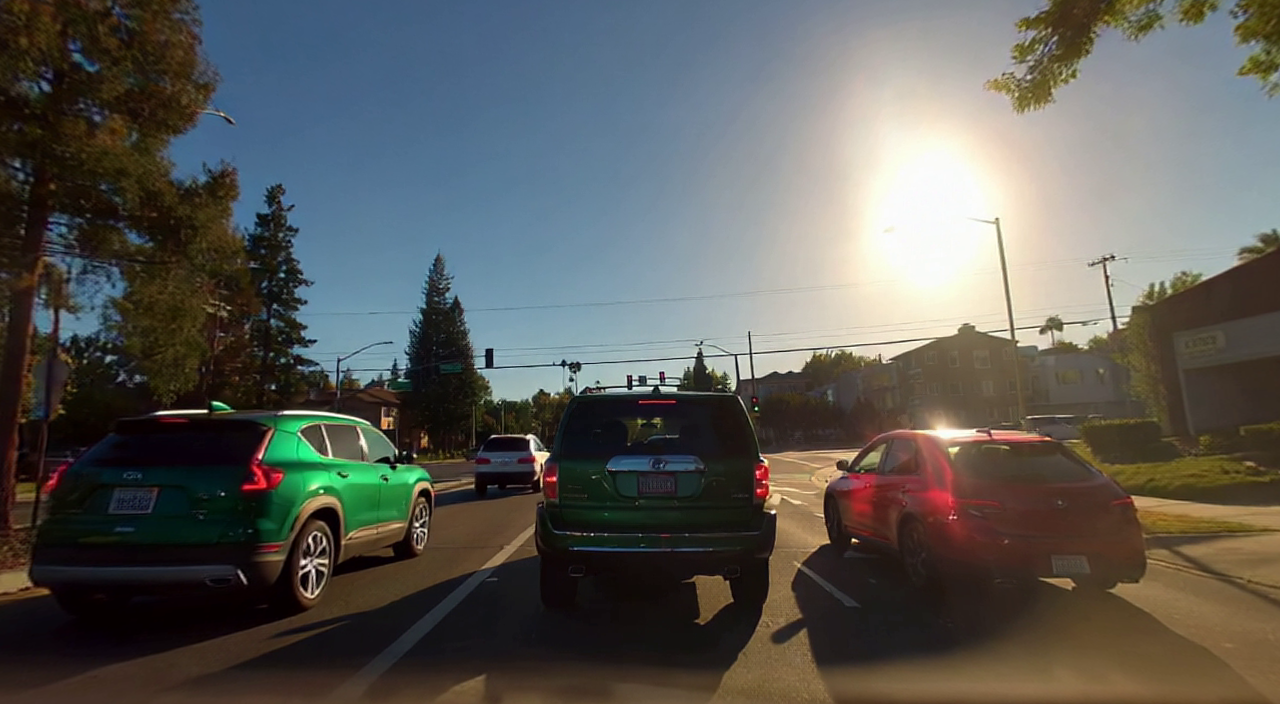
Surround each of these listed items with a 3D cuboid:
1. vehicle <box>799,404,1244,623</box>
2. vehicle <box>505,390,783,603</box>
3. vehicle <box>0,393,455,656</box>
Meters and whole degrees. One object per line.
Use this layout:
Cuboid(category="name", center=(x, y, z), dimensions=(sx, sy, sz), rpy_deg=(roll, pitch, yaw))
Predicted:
Cuboid(category="vehicle", center=(3.462, 1.552, 7.040), dimensions=(2.202, 1.657, 4.298), rpy_deg=(0, -9, -1))
Cuboid(category="vehicle", center=(0.016, 1.484, 7.247), dimensions=(2.294, 1.761, 3.857), rpy_deg=(0, -9, -1))
Cuboid(category="vehicle", center=(-3.374, 1.382, 6.057), dimensions=(1.961, 1.639, 4.064), rpy_deg=(0, -9, 0))
